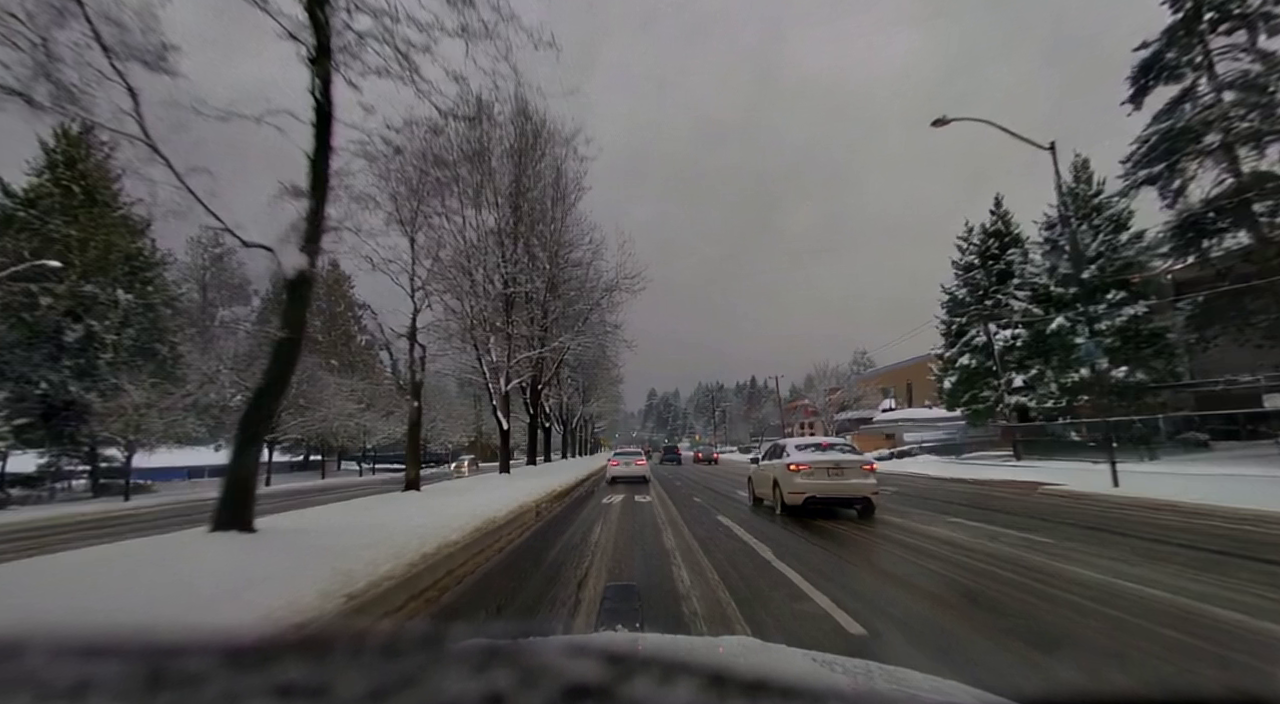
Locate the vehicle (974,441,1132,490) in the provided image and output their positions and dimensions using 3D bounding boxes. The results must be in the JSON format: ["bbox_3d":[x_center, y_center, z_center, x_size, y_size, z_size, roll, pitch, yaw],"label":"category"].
[{"bbox_3d":[14.404,3.959,22.545,2.049,1.521,5.277,0,-8,-1],"label":"vehicle"}]

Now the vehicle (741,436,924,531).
[{"bbox_3d":[3.405,2.418,12.230,2.094,1.480,4.323,0,-9,-1],"label":"vehicle"}]

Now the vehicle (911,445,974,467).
[{"bbox_3d":[20.637,7.106,43.348,1.890,1.445,4.805,0,-8,-1],"label":"vehicle"}]

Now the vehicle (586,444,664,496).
[{"bbox_3d":[-0.470,3.782,20.723,2.289,1.471,4.477,0,-8,-1],"label":"vehicle"}]

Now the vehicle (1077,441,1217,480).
[{"bbox_3d":[20.861,4.460,26.318,1.974,1.478,4.630,0,-8,0],"label":"vehicle"}]
